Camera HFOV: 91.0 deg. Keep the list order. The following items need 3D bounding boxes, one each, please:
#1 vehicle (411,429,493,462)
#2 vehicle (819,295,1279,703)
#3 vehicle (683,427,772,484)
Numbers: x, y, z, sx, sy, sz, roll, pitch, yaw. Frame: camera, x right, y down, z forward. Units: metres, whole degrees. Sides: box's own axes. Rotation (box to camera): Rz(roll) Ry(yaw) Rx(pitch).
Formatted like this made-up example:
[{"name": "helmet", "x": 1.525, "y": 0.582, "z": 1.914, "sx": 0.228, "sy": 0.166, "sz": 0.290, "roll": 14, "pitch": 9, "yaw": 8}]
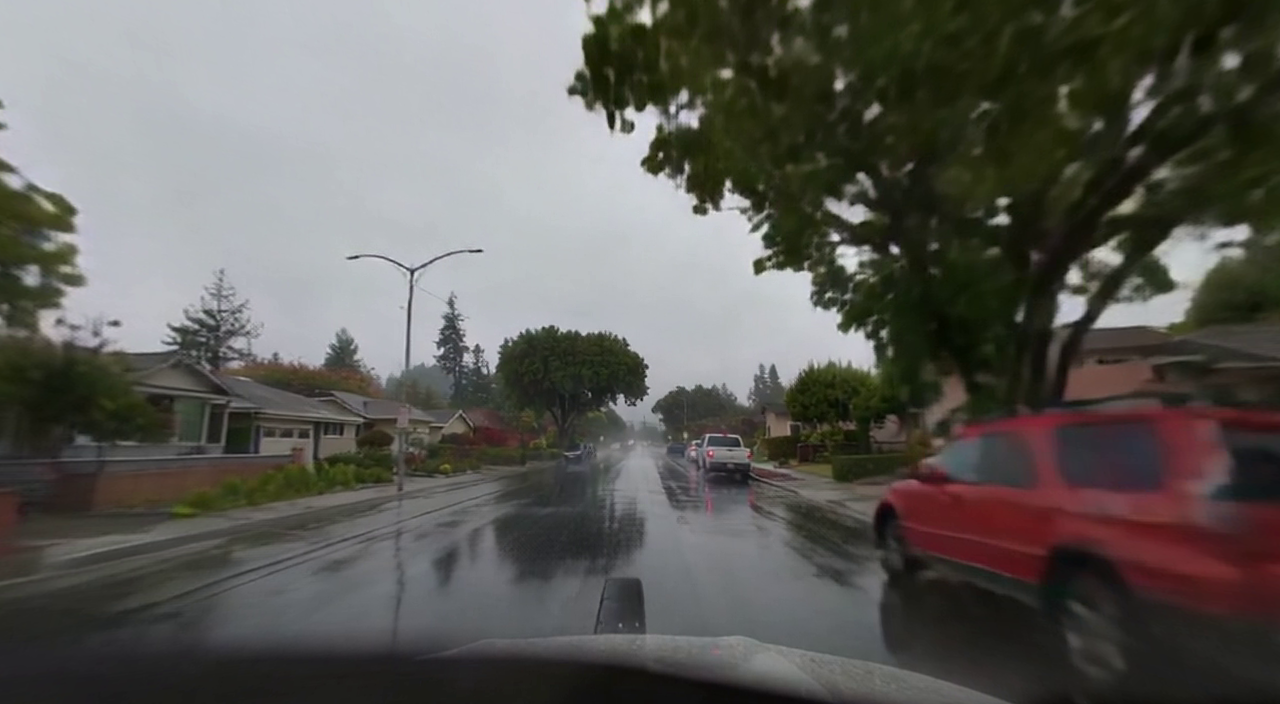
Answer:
[{"name": "vehicle", "x": -13.177, "y": 6.570, "z": 44.337, "sx": 4.837, "sy": 1.897, "sz": 2.228, "roll": 4, "pitch": -8, "yaw": 5}, {"name": "vehicle", "x": 3.465, "y": 1.134, "z": 4.824, "sx": 2.370, "sy": 1.905, "sz": 6.081, "roll": 0, "pitch": -8, "yaw": 0}, {"name": "vehicle", "x": 3.711, "y": 4.623, "z": 28.515, "sx": 2.952, "sy": 2.216, "sz": 7.033, "roll": 0, "pitch": -8, "yaw": 0}]
